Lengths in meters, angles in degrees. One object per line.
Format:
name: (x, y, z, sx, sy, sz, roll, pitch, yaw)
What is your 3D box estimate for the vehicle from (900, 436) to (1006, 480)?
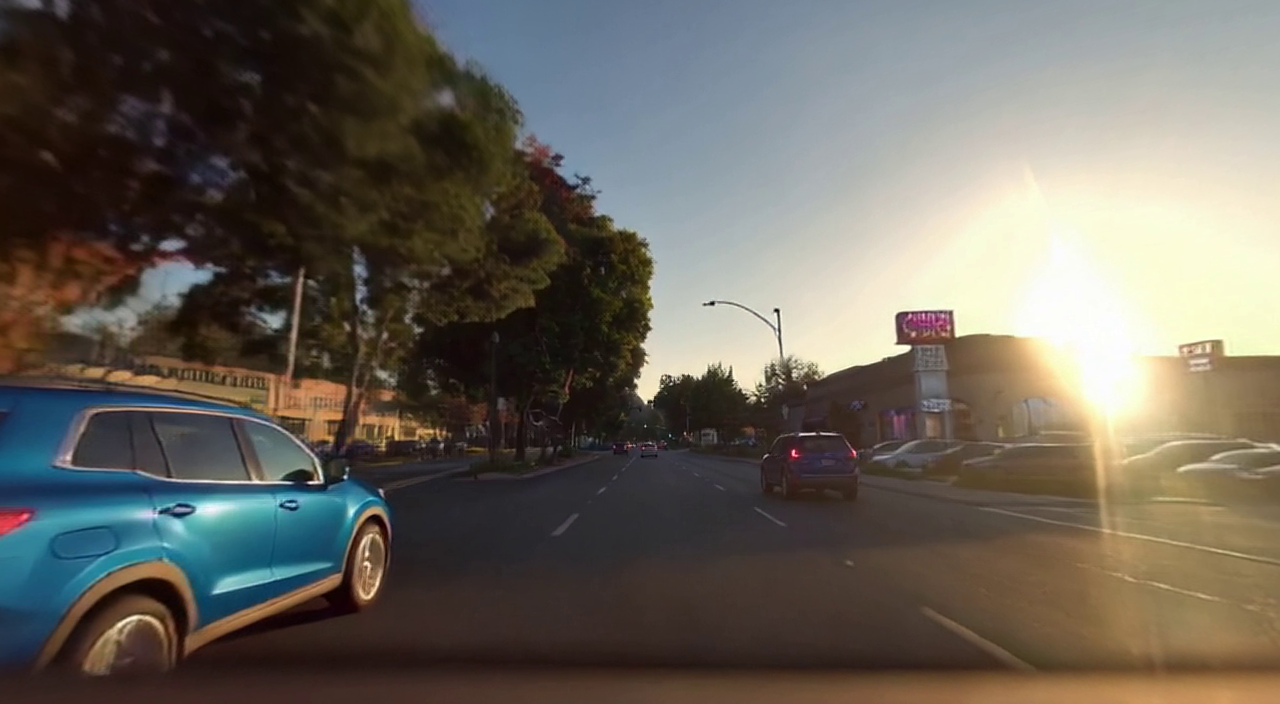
vehicle: (12.493, 4.239, 25.507, 1.781, 1.615, 4.095, 1, -9, -7)

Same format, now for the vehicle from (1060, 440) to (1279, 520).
vehicle: (11.529, 2.606, 13.091, 4.217, 1.522, 1.755, -1, -9, 4)

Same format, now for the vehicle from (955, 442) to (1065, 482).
vehicle: (15.066, 4.481, 25.900, 1.780, 1.499, 3.786, 1, -9, -10)

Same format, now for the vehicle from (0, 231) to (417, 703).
vehicle: (-3.166, 0.772, 3.293, 2.210, 1.925, 4.838, 0, -8, 0)

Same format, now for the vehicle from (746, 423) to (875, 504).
vehicle: (4.159, 2.805, 16.218, 2.024, 1.773, 4.431, 0, -8, -1)
